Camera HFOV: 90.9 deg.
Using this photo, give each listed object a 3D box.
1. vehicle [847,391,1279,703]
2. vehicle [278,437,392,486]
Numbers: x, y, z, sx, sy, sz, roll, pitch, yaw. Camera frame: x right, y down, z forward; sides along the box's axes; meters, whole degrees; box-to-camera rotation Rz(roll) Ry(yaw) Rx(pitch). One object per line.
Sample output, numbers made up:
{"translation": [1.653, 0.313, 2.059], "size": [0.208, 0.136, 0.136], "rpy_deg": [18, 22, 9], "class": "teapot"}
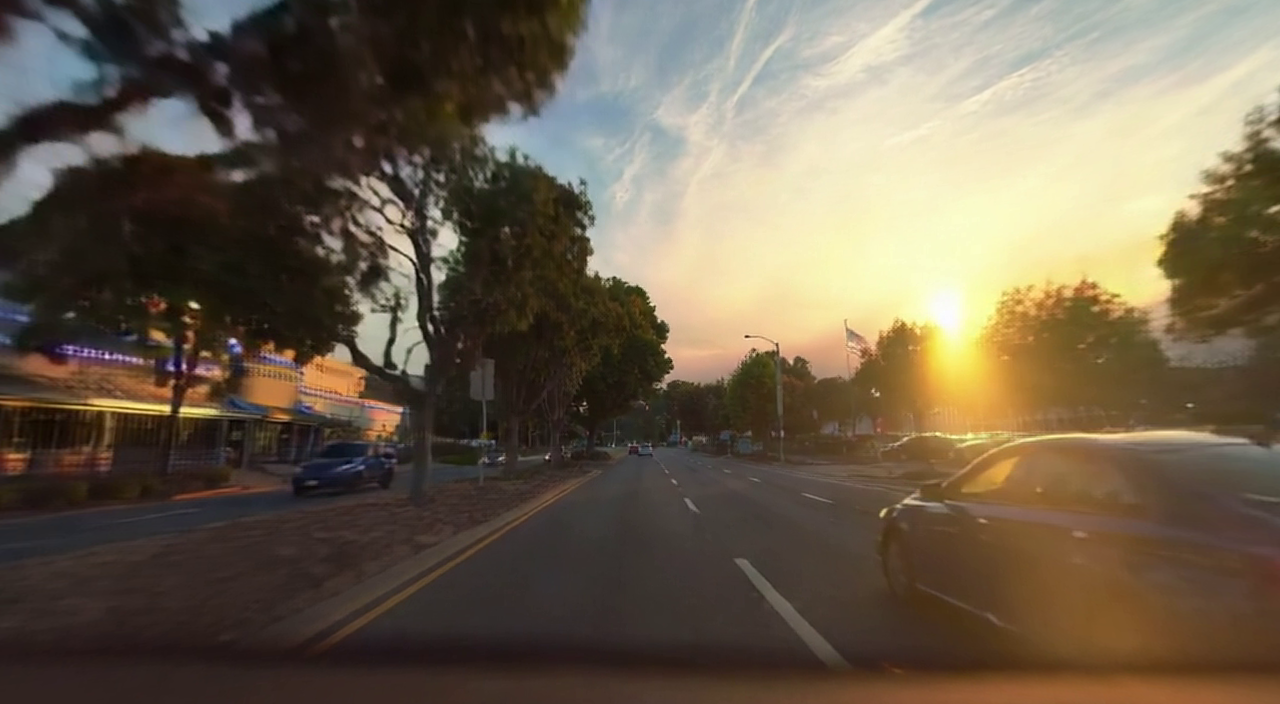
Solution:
{"translation": [3.017, 1.098, 3.534], "size": [2.091, 1.472, 4.697], "rpy_deg": [0, -8, 0], "class": "vehicle"}
{"translation": [-11.366, 4.112, 23.925], "size": [1.985, 1.658, 4.541], "rpy_deg": [0, -8, 1], "class": "vehicle"}
